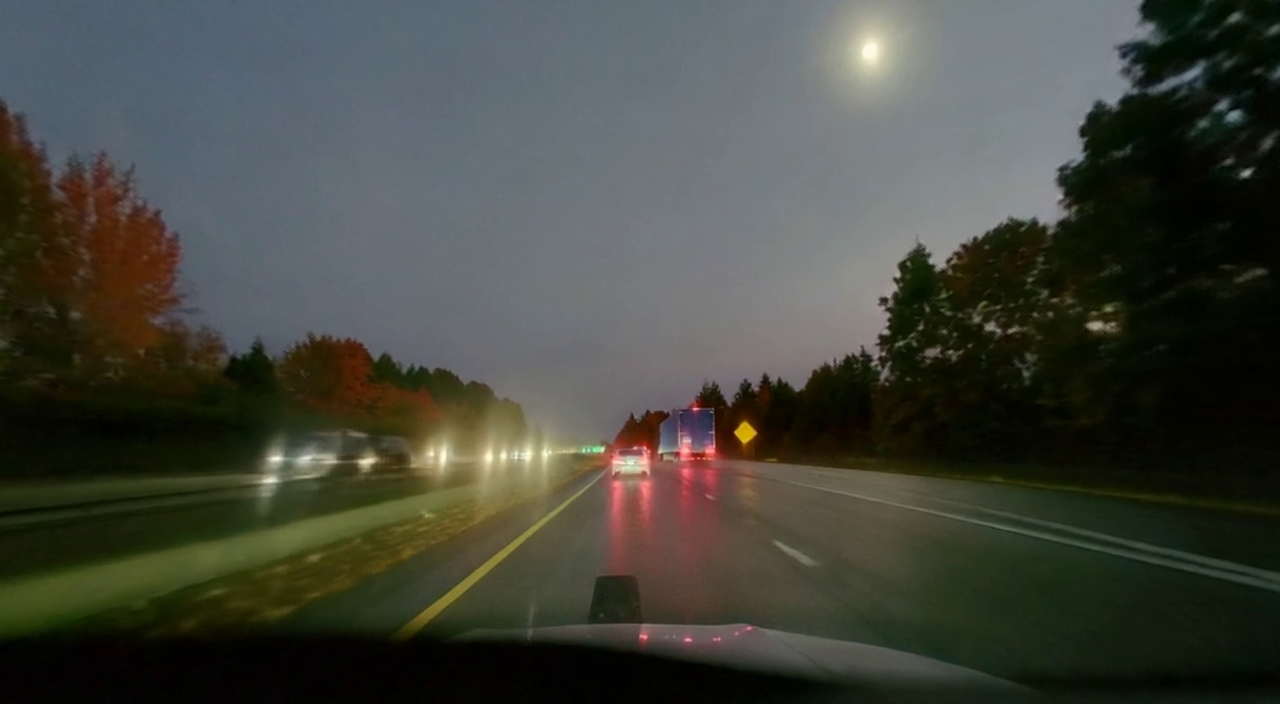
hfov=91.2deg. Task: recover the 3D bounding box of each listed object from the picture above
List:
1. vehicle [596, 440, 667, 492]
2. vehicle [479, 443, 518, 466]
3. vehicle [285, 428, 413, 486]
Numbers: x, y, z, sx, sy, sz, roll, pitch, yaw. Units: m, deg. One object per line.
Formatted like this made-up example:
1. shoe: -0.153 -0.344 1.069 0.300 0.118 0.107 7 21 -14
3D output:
1. vehicle: -0.296 3.709 20.625 2.099 1.506 4.097 0 -9 -1
2. vehicle: -9.780 7.115 43.661 1.796 1.466 3.929 0 -9 0
3. vehicle: -8.831 3.247 19.486 1.947 1.565 4.155 0 -9 0
